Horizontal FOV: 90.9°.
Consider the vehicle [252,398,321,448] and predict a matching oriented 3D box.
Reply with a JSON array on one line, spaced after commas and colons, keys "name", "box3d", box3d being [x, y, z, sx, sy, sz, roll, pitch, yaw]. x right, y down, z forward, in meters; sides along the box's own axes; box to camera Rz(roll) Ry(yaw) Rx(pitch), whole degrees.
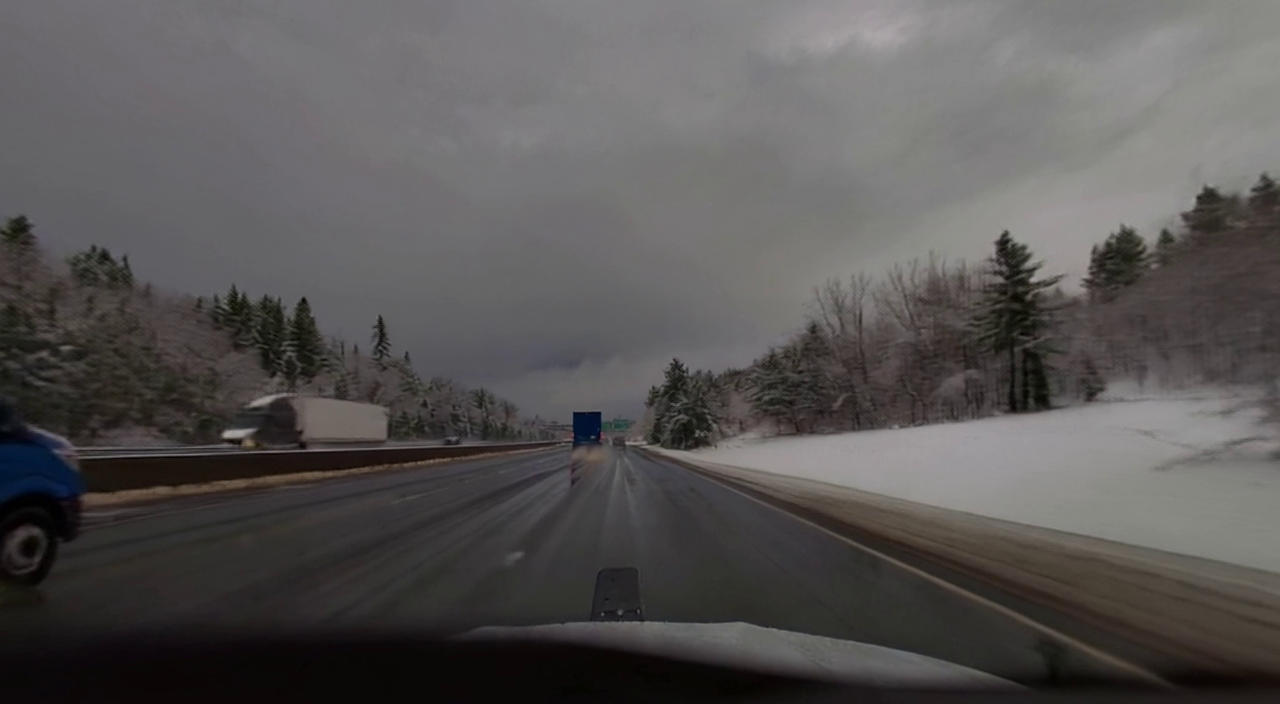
[{"name": "vehicle", "box3d": [-27.302, 5.551, 48.810, 3.342, 3.725, 3.185, 0, -8, -2]}]
